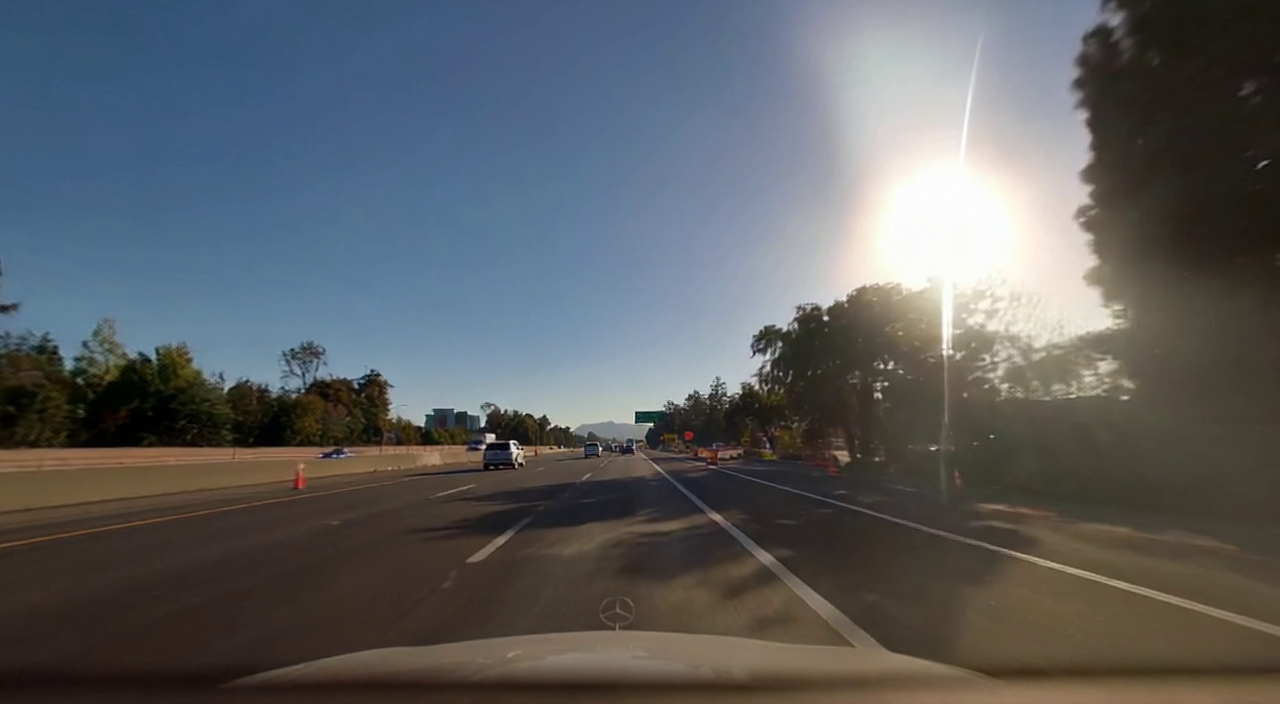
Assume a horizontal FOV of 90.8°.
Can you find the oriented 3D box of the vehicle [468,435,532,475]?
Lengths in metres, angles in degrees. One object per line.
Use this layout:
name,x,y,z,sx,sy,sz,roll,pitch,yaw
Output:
vehicle,-6.582,4.886,30.212,2.036,1.758,4.529,0,-9,-1
